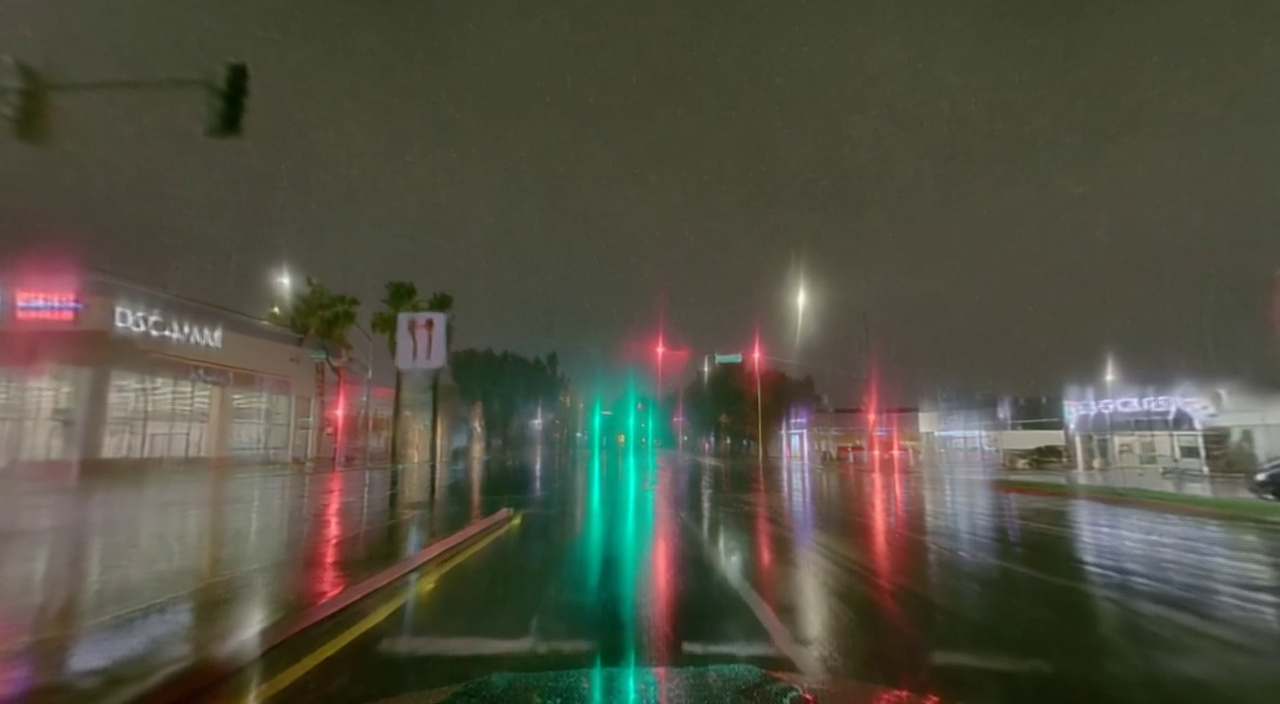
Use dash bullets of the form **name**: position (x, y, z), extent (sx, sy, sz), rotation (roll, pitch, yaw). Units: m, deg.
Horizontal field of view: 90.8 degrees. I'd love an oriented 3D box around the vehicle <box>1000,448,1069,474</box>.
- **vehicle**: position (27.396, 7.560, 44.092), extent (1.929, 1.613, 4.530), rotation (0, -8, 1)
